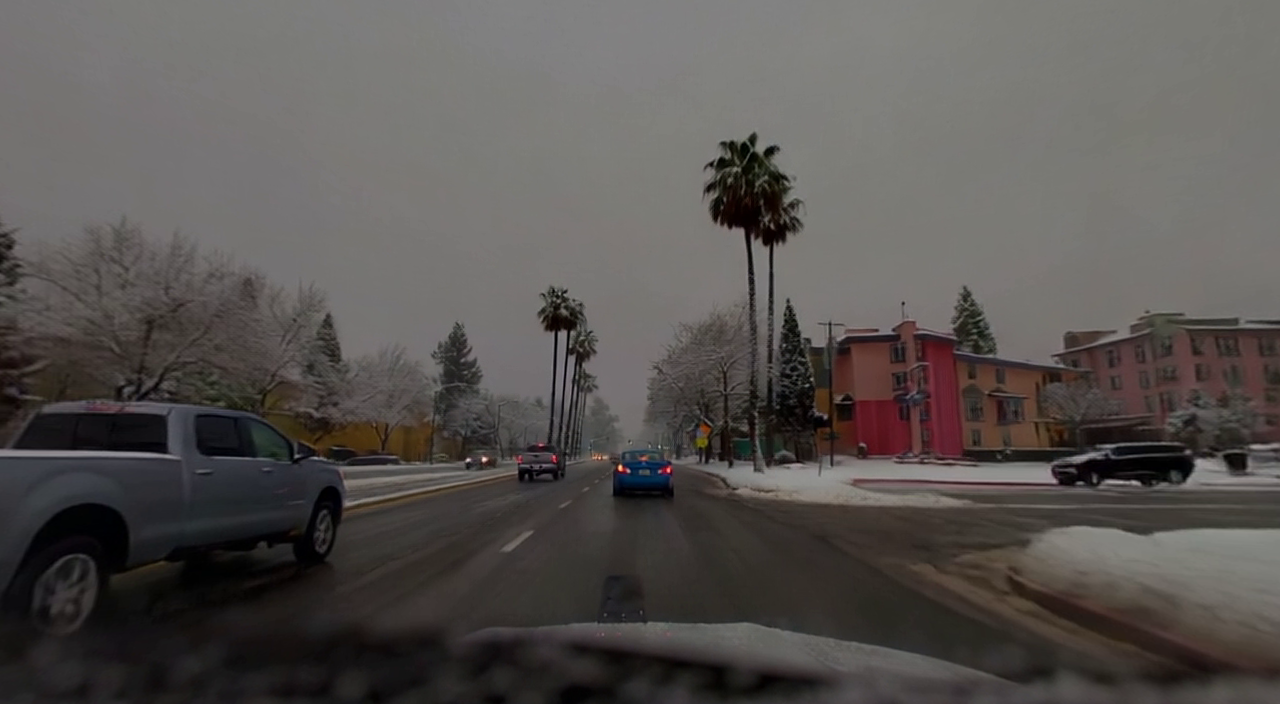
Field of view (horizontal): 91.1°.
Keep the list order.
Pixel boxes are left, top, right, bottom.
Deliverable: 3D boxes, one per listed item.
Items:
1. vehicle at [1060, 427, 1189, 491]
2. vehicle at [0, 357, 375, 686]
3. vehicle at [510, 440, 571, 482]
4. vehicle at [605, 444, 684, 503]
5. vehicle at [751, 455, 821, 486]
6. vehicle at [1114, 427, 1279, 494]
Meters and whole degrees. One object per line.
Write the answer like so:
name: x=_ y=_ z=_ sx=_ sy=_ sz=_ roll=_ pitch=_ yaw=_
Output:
vehicle: x=32.995 y=7.324 z=42.987 sx=5.858 sy=4.169 sz=3.001 roll=-1 pitch=-10 yaw=2
vehicle: x=-4.862 y=1.313 z=5.786 sx=2.187 sy=1.904 sz=6.103 roll=0 pitch=-9 yaw=0
vehicle: x=-5.193 y=5.800 z=33.836 sx=2.447 sy=2.062 sz=5.911 roll=0 pitch=-9 yaw=-1
vehicle: x=0.074 y=3.586 z=18.962 sx=2.122 sy=1.562 sz=4.152 roll=0 pitch=-9 yaw=-1
vehicle: x=6.721 y=5.357 z=28.718 sx=2.949 sy=1.209 sz=3.070 roll=-1 pitch=-9 yaw=15
vehicle: x=38.889 y=7.427 z=42.944 sx=10.136 sy=4.260 sz=3.014 roll=0 pitch=-9 yaw=2
